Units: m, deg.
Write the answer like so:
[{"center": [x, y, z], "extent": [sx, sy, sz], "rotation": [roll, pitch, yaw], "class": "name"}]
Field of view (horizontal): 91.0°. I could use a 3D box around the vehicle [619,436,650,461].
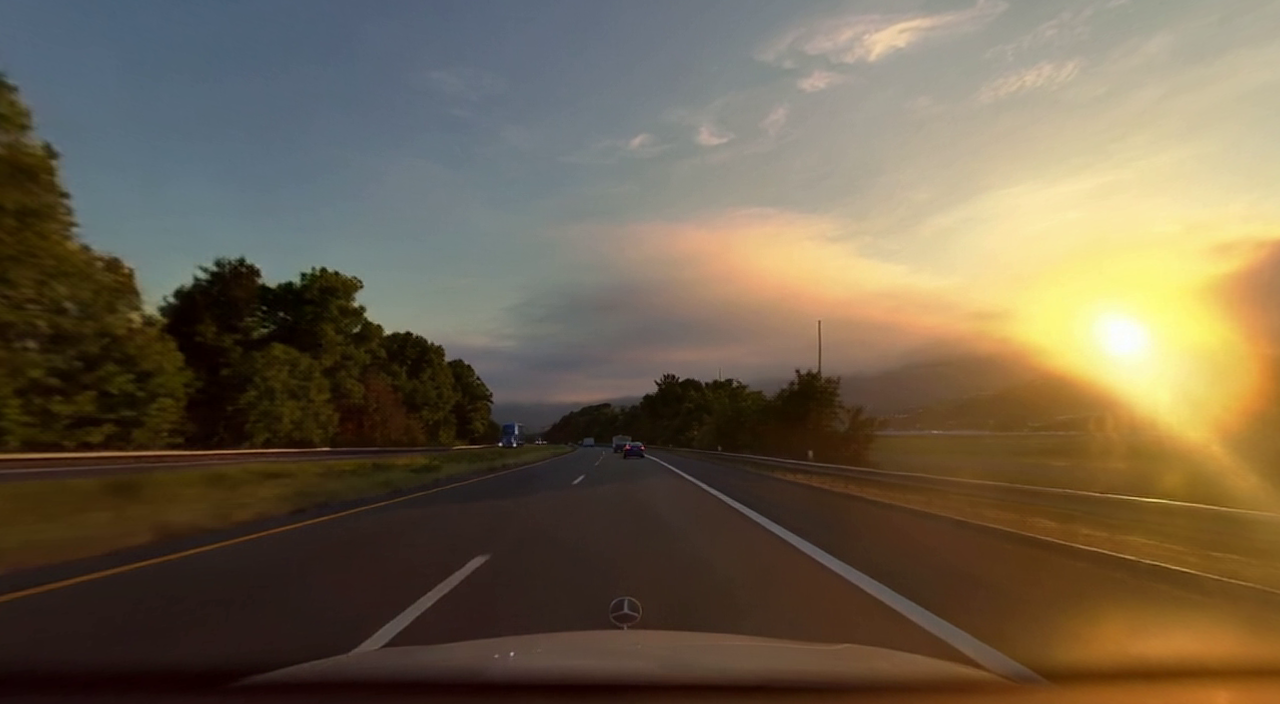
[{"center": [-0.472, 7.134, 46.467], "extent": [2.079, 1.729, 4.380], "rotation": [0, -8, -3], "class": "vehicle"}]
